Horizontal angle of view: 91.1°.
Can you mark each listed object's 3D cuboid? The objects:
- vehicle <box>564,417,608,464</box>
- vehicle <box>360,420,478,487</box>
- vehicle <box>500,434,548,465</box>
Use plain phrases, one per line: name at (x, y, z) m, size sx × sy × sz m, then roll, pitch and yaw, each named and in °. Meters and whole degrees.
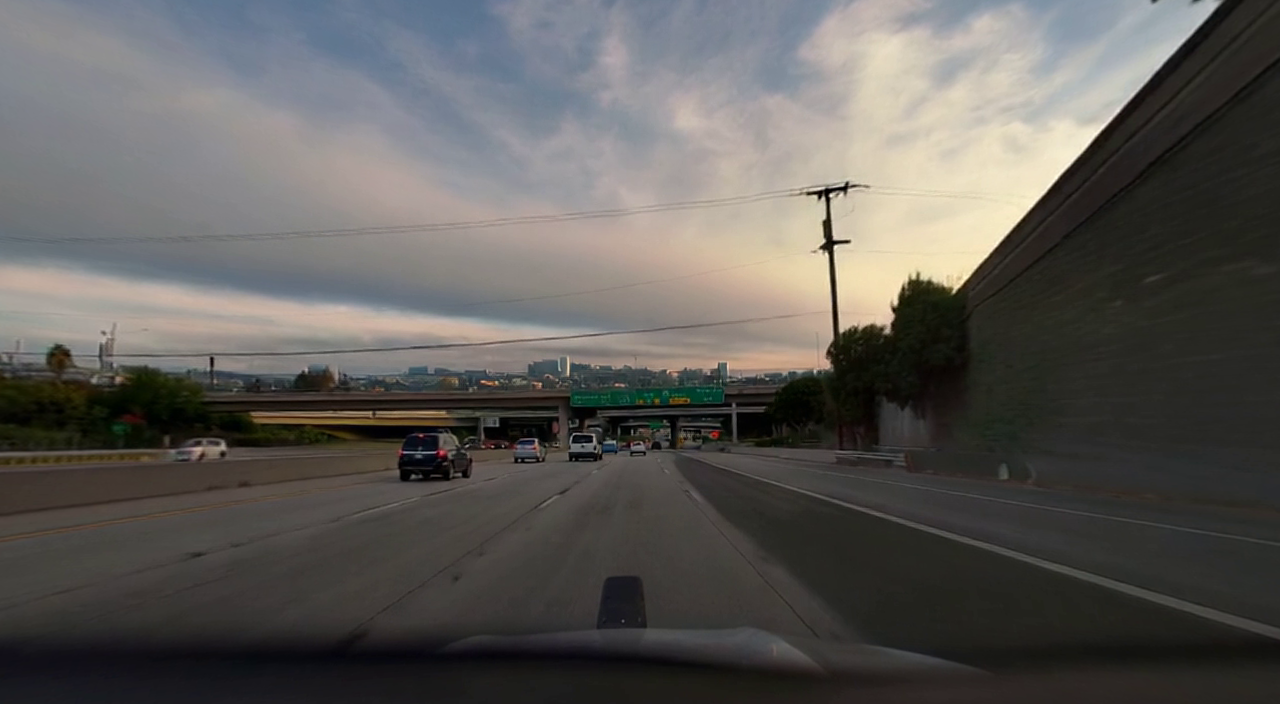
vehicle at (-3.406, 5.800, 41.063) m, size 2.301 × 2.843 × 6.458 m, roll 0°, pitch -8°, yaw 0°
vehicle at (-7.137, 3.335, 20.910) m, size 2.179 × 1.948 × 4.618 m, roll 0°, pitch -8°, yaw 1°
vehicle at (-7.088, 6.008, 38.862) m, size 2.109 × 1.784 × 4.709 m, roll 0°, pitch -8°, yaw 0°
